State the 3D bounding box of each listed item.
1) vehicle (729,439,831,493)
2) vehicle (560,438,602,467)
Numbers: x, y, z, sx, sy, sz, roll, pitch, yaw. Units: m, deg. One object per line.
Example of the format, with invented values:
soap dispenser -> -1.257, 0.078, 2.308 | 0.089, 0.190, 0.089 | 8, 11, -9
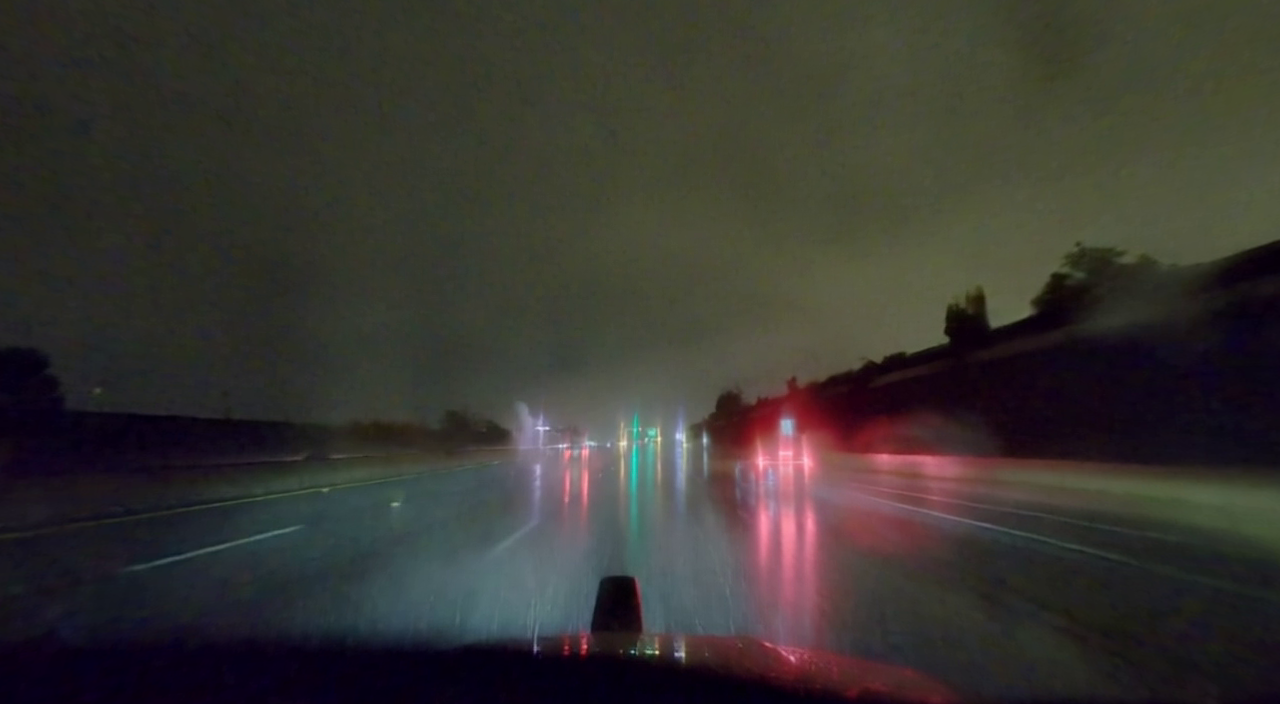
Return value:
vehicle -> 4.150, 3.468, 19.556 | 2.060, 1.485, 4.274 | 0, -9, -1
vehicle -> -3.477, 6.063, 38.282 | 2.048, 1.618, 4.424 | 0, -9, 1
